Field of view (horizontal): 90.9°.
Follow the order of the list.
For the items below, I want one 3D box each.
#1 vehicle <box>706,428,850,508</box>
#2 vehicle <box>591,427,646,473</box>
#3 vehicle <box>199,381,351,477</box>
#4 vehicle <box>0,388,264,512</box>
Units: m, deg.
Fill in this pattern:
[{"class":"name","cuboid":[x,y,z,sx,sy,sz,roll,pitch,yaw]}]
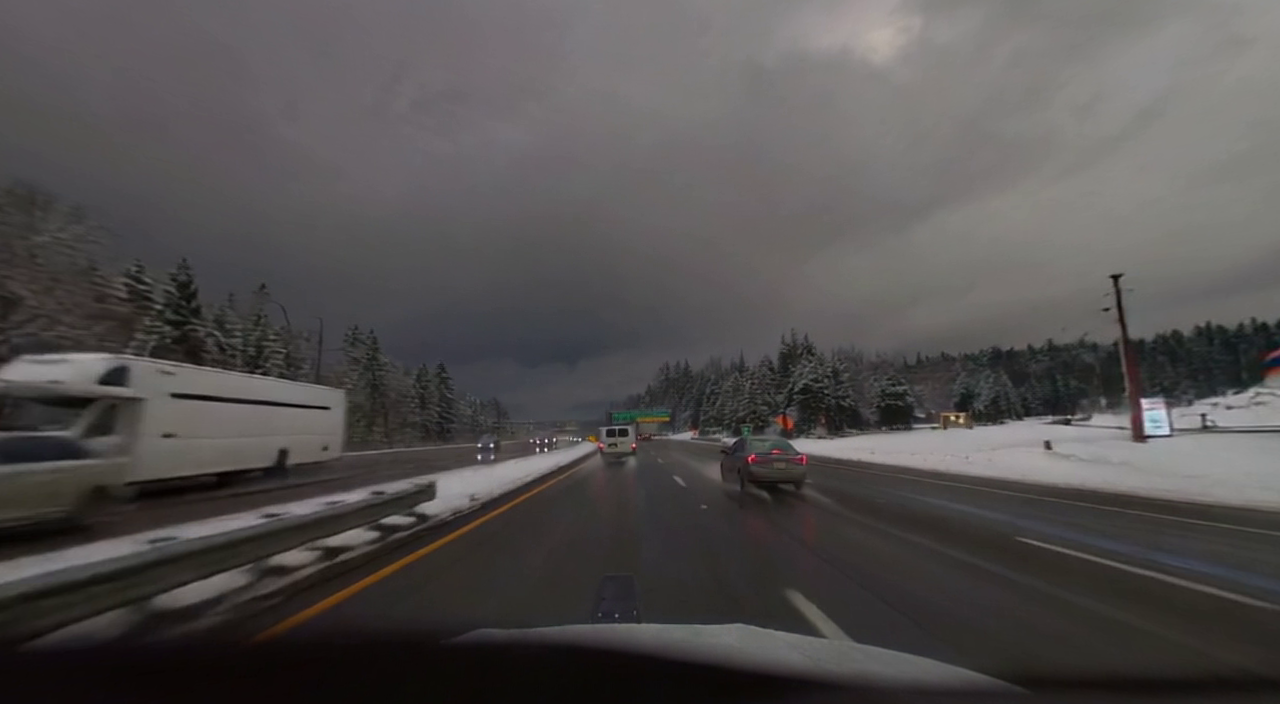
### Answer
[{"class":"vehicle","cuboid":[2.950,2.573,14.677,2.151,1.550,4.694,0,-8,-2]},{"class":"vehicle","cuboid":[-0.815,4.014,26.122,2.061,1.732,4.457,0,-8,0]},{"class":"vehicle","cuboid":[-17.448,3.813,31.009,2.803,3.933,8.156,-3,-8,-1]},{"class":"vehicle","cuboid":[-12.509,2.391,15.889,2.508,2.568,5.529,0,-8,1]}]
